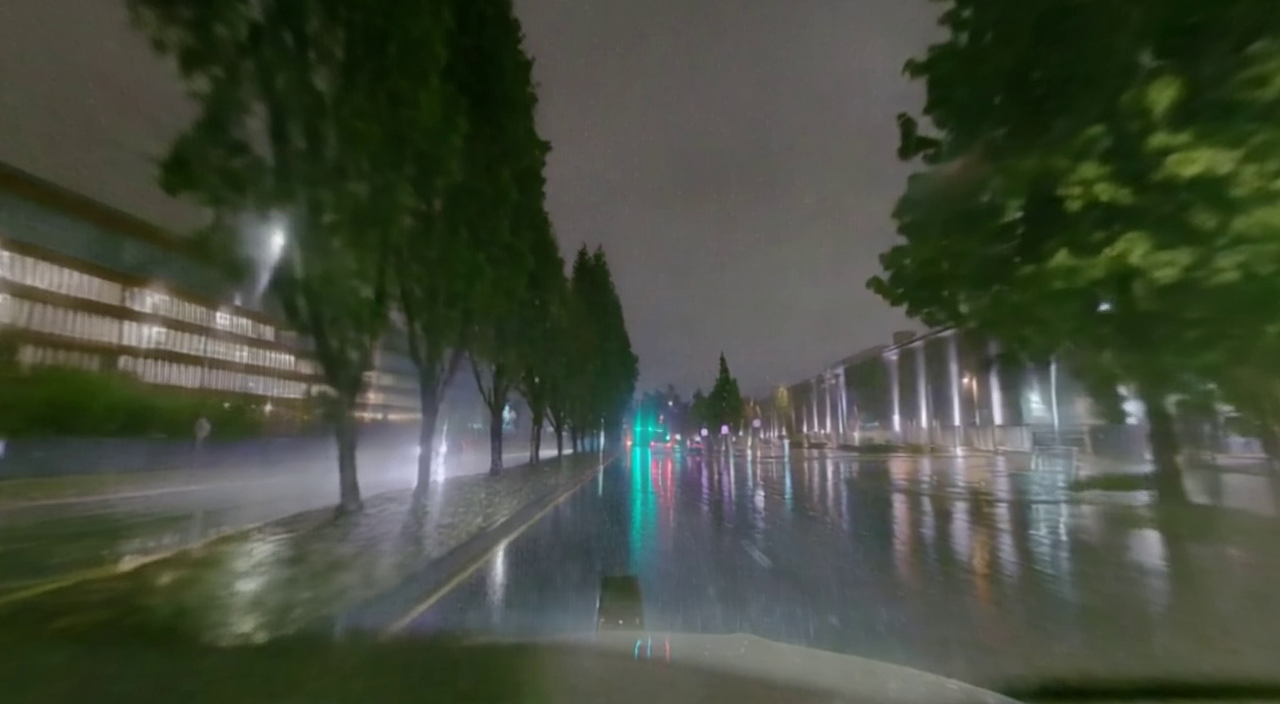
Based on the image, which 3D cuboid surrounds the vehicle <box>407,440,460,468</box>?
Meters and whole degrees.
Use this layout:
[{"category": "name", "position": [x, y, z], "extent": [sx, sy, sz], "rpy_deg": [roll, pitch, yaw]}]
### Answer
[{"category": "vehicle", "position": [-15.507, 7.694, 47.772], "extent": [2.141, 1.942, 5.474], "rpy_deg": [0, -8, 0]}]
